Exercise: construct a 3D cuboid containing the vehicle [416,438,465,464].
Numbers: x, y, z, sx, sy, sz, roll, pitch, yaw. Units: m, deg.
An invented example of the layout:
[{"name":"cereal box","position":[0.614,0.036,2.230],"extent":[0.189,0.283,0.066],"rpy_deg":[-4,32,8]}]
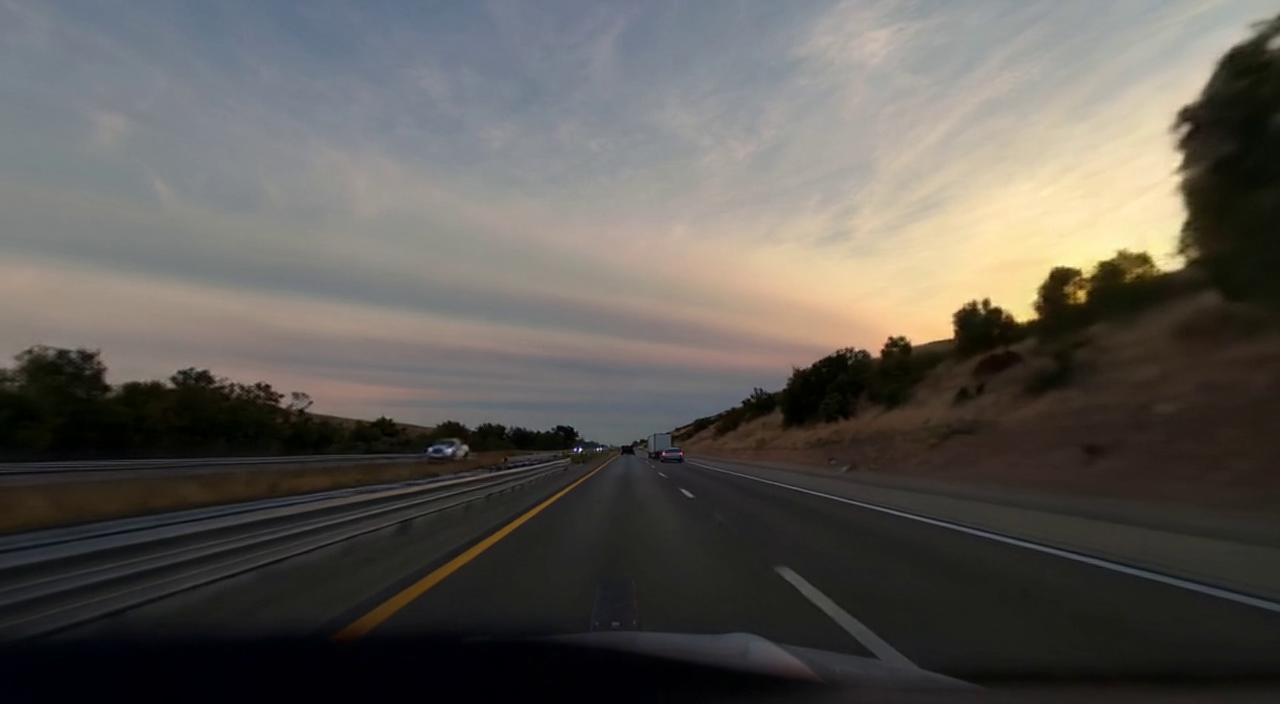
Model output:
[{"name":"vehicle","position":[-13.910,6.952,44.052],"extent":[2.013,1.690,4.217],"rpy_deg":[0,-9,0]}]
